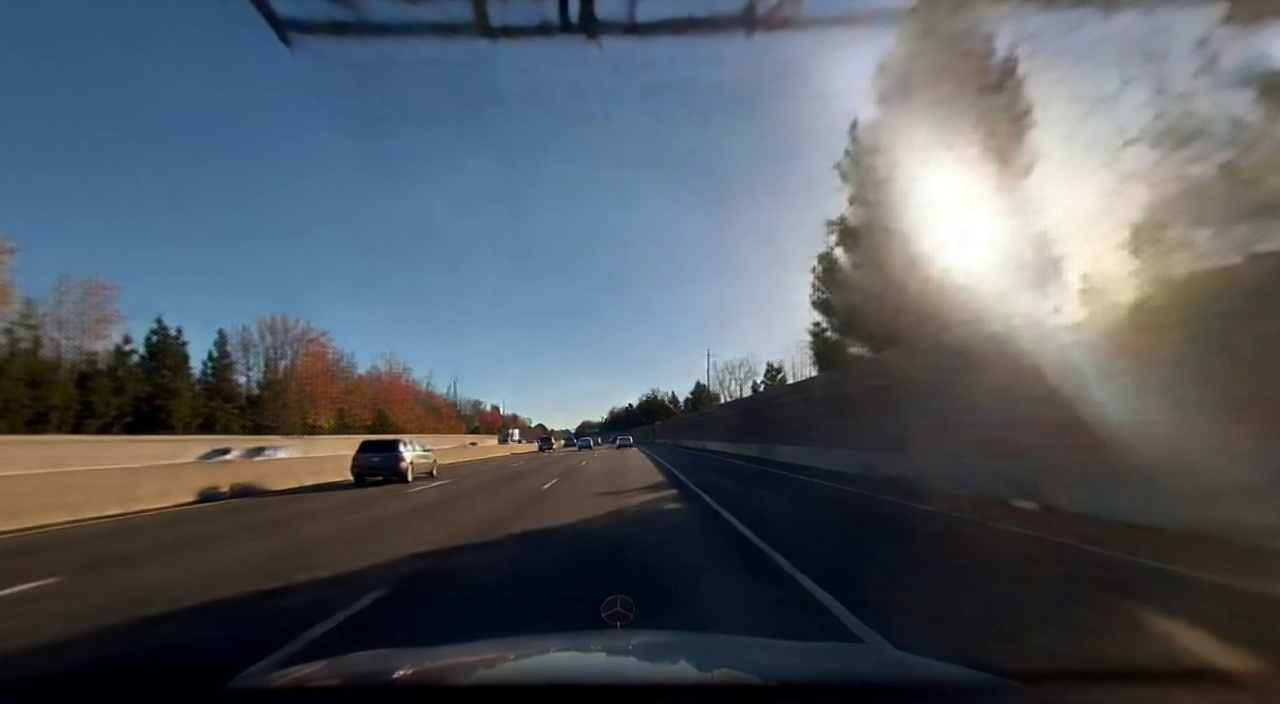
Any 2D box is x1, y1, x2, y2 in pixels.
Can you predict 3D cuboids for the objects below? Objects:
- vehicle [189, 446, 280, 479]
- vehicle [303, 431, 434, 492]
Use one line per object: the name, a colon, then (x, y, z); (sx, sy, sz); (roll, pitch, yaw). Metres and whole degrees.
vehicle: (-20.596, 5.614, 32.158); (1.754, 1.491, 4.442); (0, -8, -1)
vehicle: (-7.619, 3.075, 18.185); (1.972, 1.532, 4.222); (0, -8, -1)
